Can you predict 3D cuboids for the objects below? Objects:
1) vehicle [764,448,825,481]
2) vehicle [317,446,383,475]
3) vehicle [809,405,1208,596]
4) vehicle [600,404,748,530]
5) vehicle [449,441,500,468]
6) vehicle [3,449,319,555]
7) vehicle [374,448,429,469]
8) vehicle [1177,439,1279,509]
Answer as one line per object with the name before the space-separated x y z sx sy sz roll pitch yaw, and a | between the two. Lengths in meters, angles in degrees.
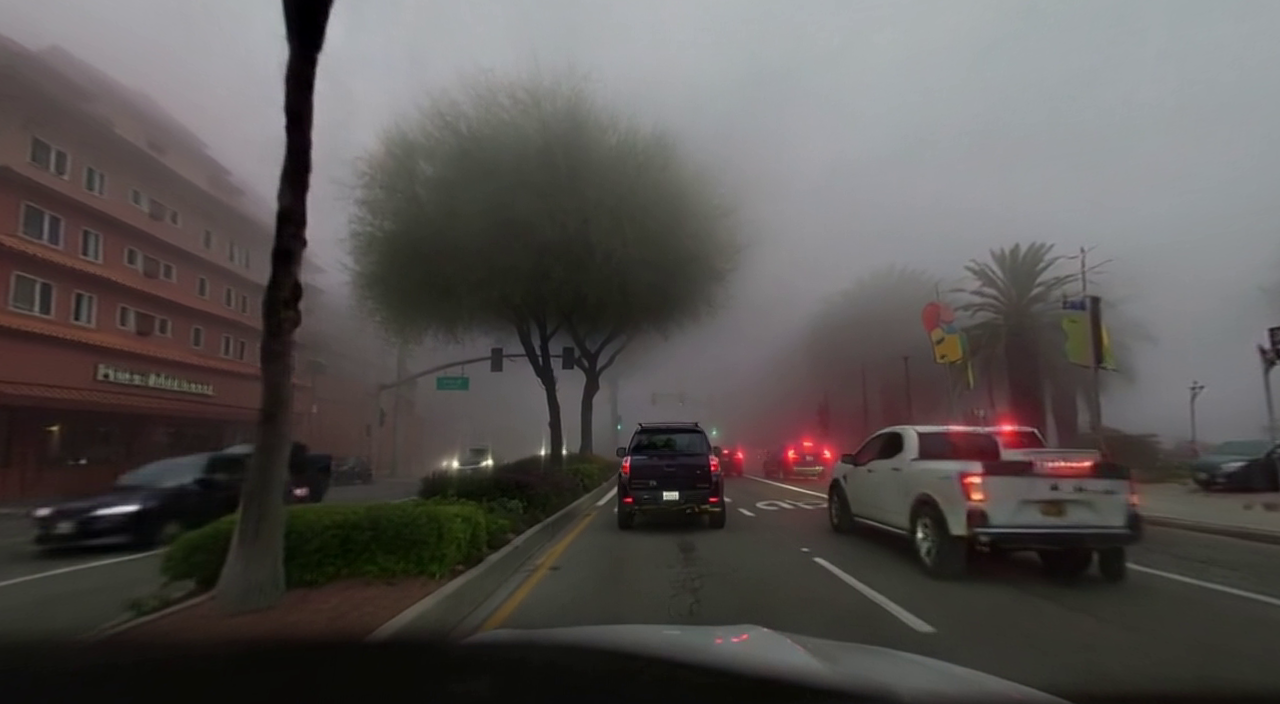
vehicle | 7.652 5.587 31.677 1.958 1.523 4.553 0 -9 1
vehicle | -18.404 6.897 40.287 1.972 1.694 4.466 0 -9 1
vehicle | 4.051 1.730 8.311 2.283 1.738 4.916 0 -9 0
vehicle | 0.614 2.352 13.463 2.487 2.115 5.444 0 -9 1
vehicle | -11.238 7.013 43.211 2.134 1.699 4.342 -1 -9 2
vehicle | -8.187 2.555 11.545 2.061 1.496 4.600 -1 -9 2
vehicle | -18.074 8.051 48.013 2.070 1.499 4.851 -1 -9 3
vehicle | 15.402 2.938 15.650 1.930 1.522 4.528 -4 -9 25
